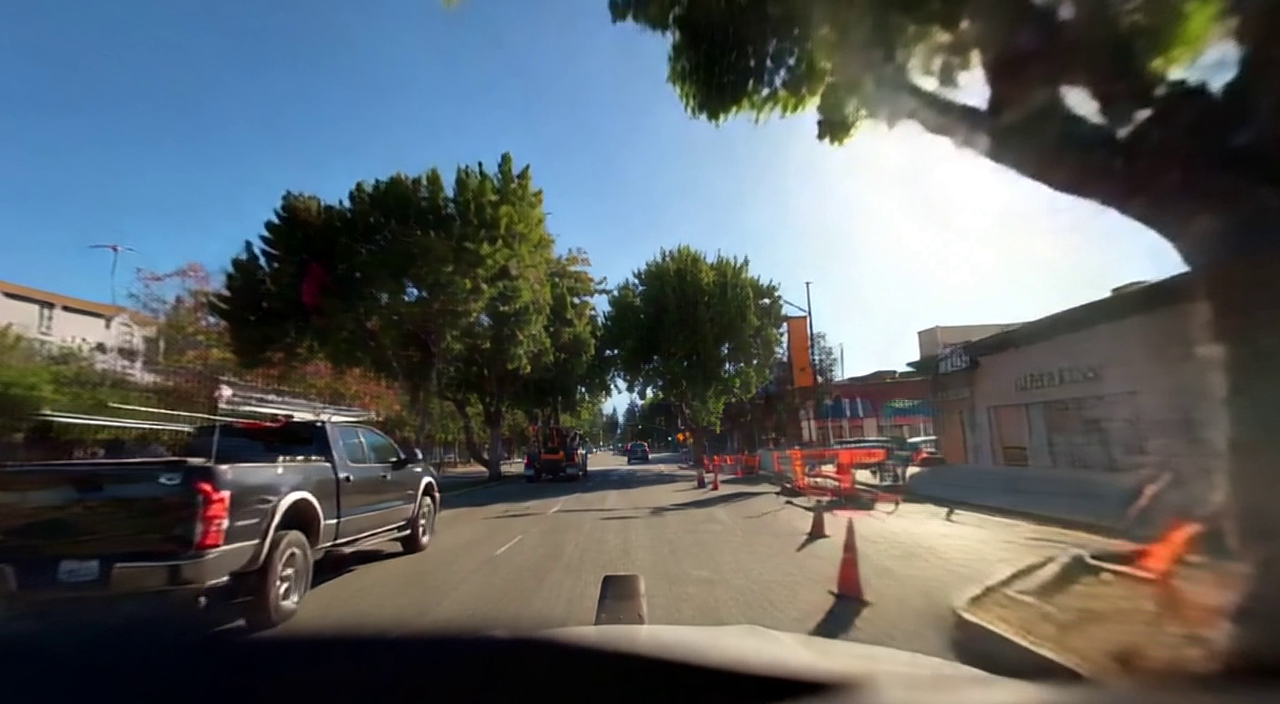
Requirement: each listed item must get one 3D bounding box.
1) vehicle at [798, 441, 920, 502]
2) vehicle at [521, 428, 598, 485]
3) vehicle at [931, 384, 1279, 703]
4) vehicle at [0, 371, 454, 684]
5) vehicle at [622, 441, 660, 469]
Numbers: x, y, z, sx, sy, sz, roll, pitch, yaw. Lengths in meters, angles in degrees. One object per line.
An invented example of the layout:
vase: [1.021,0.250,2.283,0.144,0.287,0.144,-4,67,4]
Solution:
vehicle: [6.055,3.338,18.128,2.045,1.505,4.615,-1,-9,3]
vehicle: [-3.186,4.306,26.328,2.424,2.063,5.678,0,-9,1]
vehicle: [4.230,1.214,4.752,2.082,1.601,4.451,-1,-9,2]
vehicle: [-3.585,1.326,5.889,2.327,1.775,4.430,0,-9,0]
vehicle: [-0.018,6.977,42.829,2.413,1.748,4.406,0,-9,-2]
